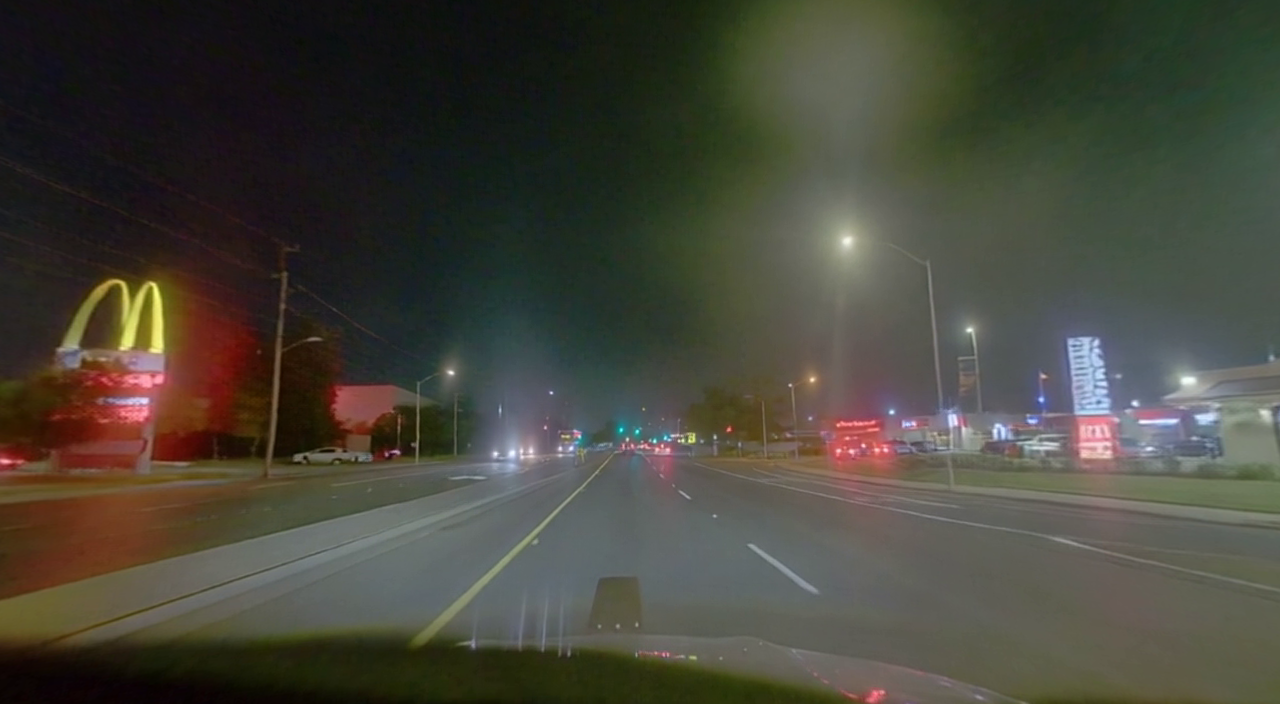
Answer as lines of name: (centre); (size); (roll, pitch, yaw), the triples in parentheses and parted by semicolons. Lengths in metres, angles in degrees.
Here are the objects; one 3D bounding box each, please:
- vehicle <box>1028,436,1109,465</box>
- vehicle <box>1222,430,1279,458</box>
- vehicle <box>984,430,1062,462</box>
vehicle: (27.149, 6.244, 40.241); (2.066, 1.655, 4.485); (-2, -8, 1)
vehicle: (40.804, 5.919, 40.655); (2.228, 1.745, 4.652); (0, -8, 1)
vehicle: (24.428, 6.034, 40.553); (2.136, 1.872, 4.695); (-2, -9, 2)
